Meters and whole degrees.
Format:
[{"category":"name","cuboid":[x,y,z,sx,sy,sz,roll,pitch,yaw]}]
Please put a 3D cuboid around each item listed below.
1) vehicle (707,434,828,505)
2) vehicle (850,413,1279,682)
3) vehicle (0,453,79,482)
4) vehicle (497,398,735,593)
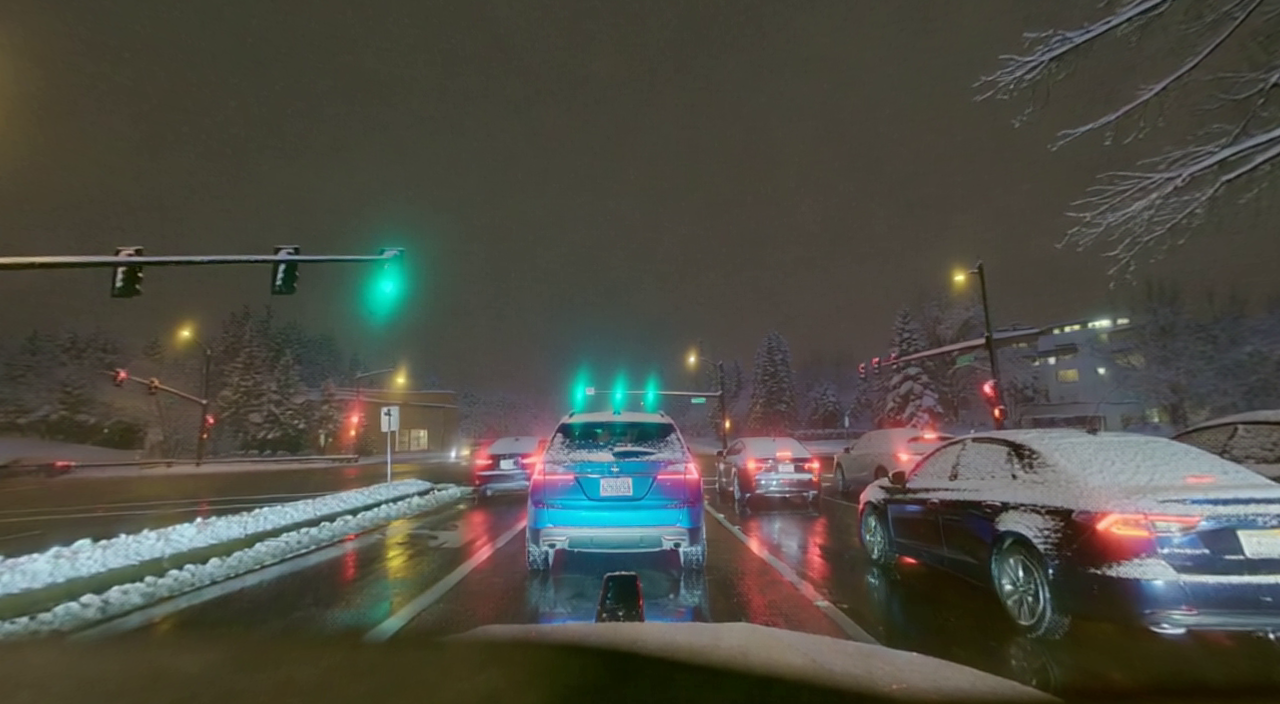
[{"category":"vehicle","cuboid":[2.977,2.853,15.773,1.950,1.506,4.086,0,-8,-3]},{"category":"vehicle","cuboid":[3.611,1.395,5.692,1.861,1.478,4.185,0,-8,-2]},{"category":"vehicle","cuboid":[-40.161,7.549,41.379,4.446,1.821,2.276,1,-9,-8]},{"category":"vehicle","cuboid":[-0.268,1.558,7.630,2.101,1.707,3.904,0,-8,-2]}]
